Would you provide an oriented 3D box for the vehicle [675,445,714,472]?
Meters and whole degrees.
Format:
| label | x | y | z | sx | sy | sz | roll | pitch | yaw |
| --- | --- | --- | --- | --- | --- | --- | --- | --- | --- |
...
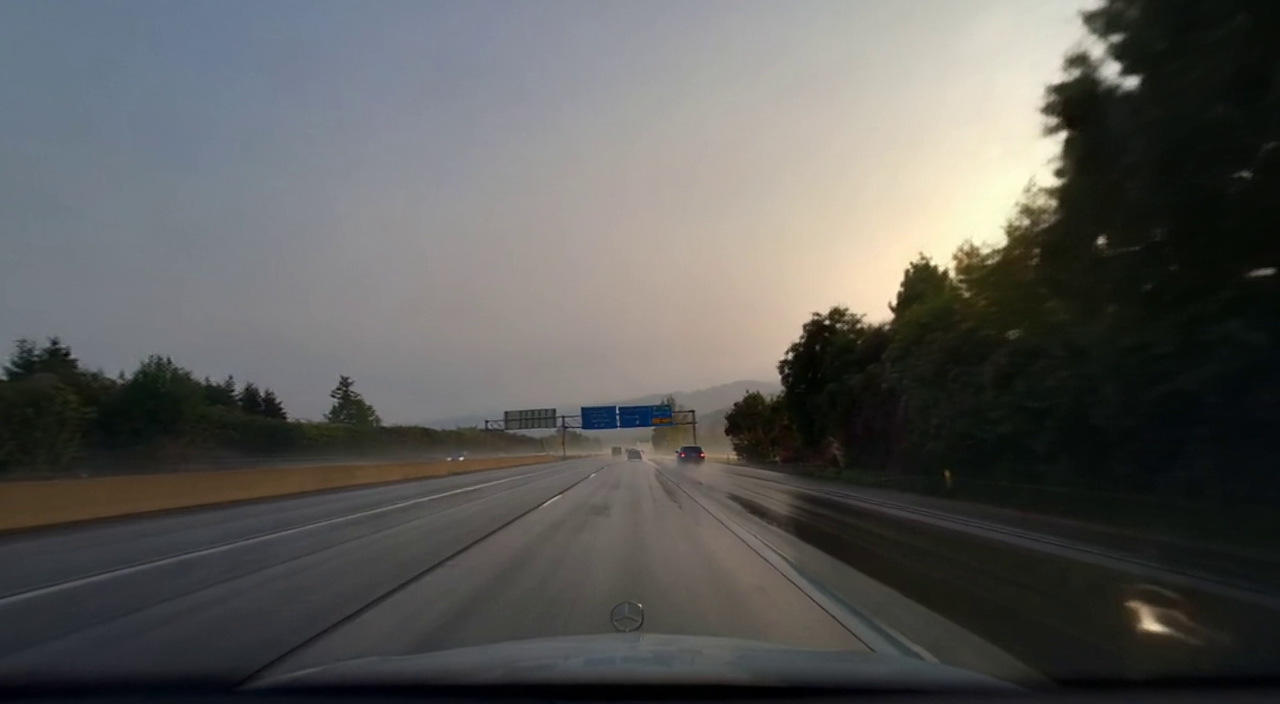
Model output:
| label | x | y | z | sx | sy | sz | roll | pitch | yaw |
| --- | --- | --- | --- | --- | --- | --- | --- | --- | --- |
| vehicle | 3.557 | 7.108 | 42.333 | 2.133 | 1.746 | 4.511 | 0 | -9 | -1 |
